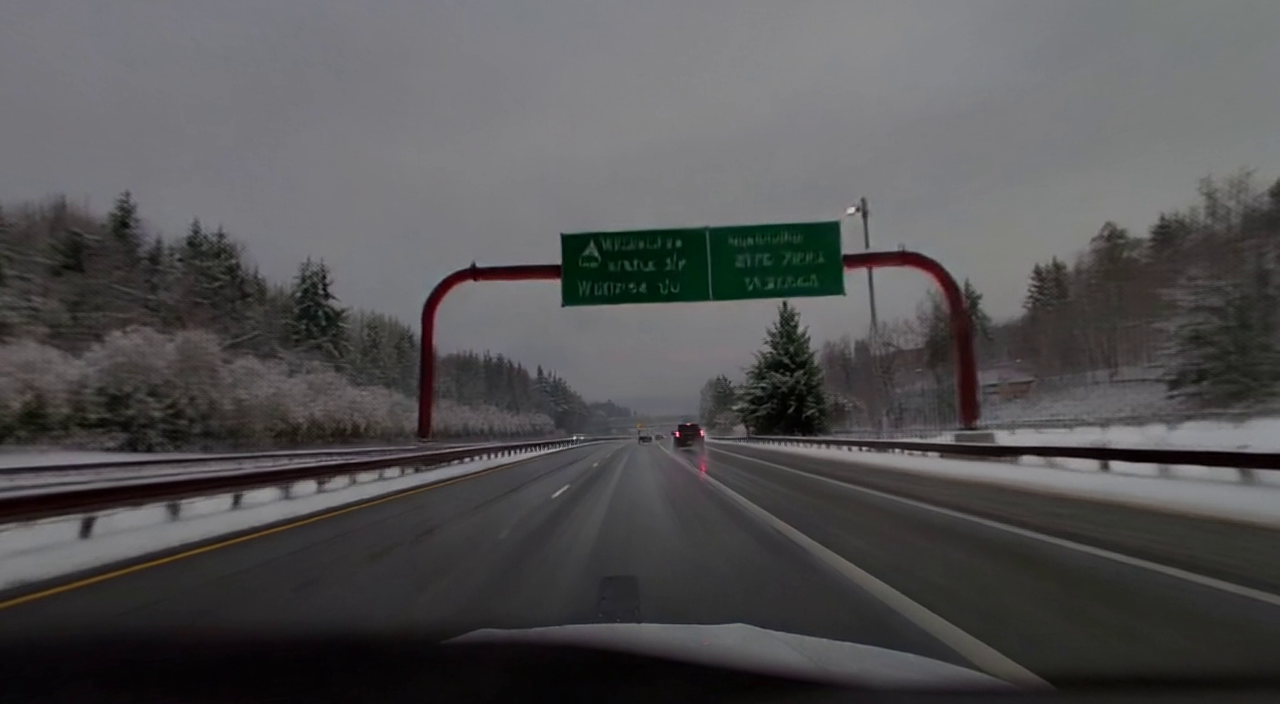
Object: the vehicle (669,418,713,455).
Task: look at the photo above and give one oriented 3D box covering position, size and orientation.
[{"bbox_3d":[3.323,5.642,42.016,2.450,2.314,4.753,0,-8,-1],"label":"vehicle"}]
